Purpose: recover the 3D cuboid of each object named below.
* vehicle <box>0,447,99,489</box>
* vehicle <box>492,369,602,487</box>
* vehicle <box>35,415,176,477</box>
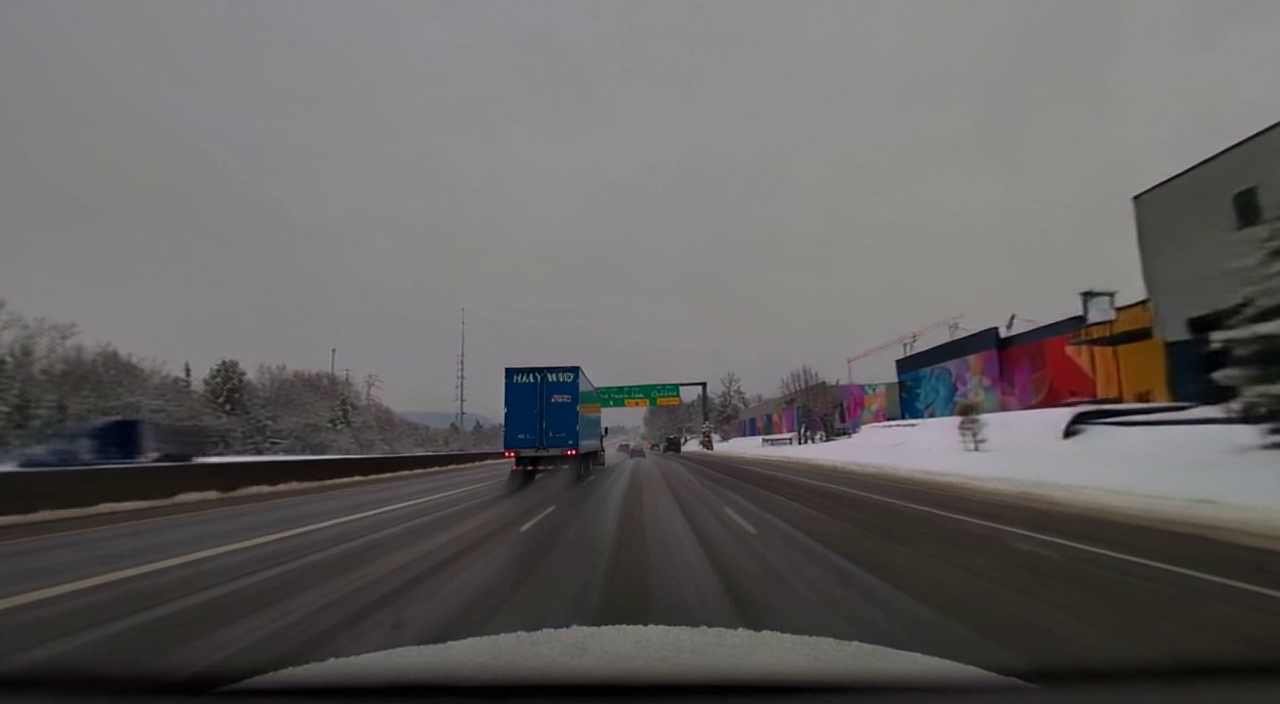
[{"bbox_3d":[-24.235,4.494,24.727,1.875,1.493,4.610,0,-8,1],"label":"vehicle"},{"bbox_3d":[-3.497,3.169,26.449,2.977,4.048,8.890,1,-7,1],"label":"vehicle"},{"bbox_3d":[-31.766,5.604,37.878,2.956,3.386,6.009,0,-8,1],"label":"vehicle"}]
